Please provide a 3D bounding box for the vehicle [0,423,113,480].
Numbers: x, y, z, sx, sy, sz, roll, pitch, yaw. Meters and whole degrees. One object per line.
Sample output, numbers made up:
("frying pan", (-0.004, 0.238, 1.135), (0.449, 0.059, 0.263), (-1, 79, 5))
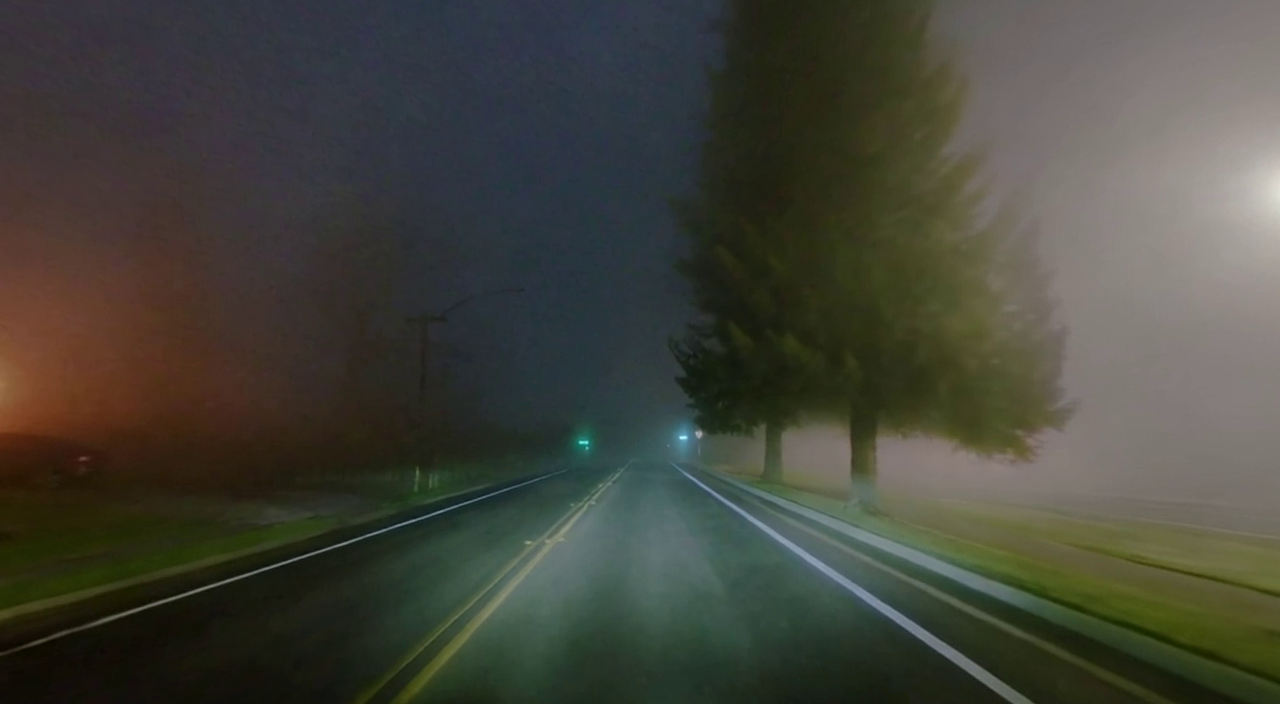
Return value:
("vehicle", (-19.449, 2.951, 18.911), (5.008, 1.619, 2.102), (3, -9, -15))
